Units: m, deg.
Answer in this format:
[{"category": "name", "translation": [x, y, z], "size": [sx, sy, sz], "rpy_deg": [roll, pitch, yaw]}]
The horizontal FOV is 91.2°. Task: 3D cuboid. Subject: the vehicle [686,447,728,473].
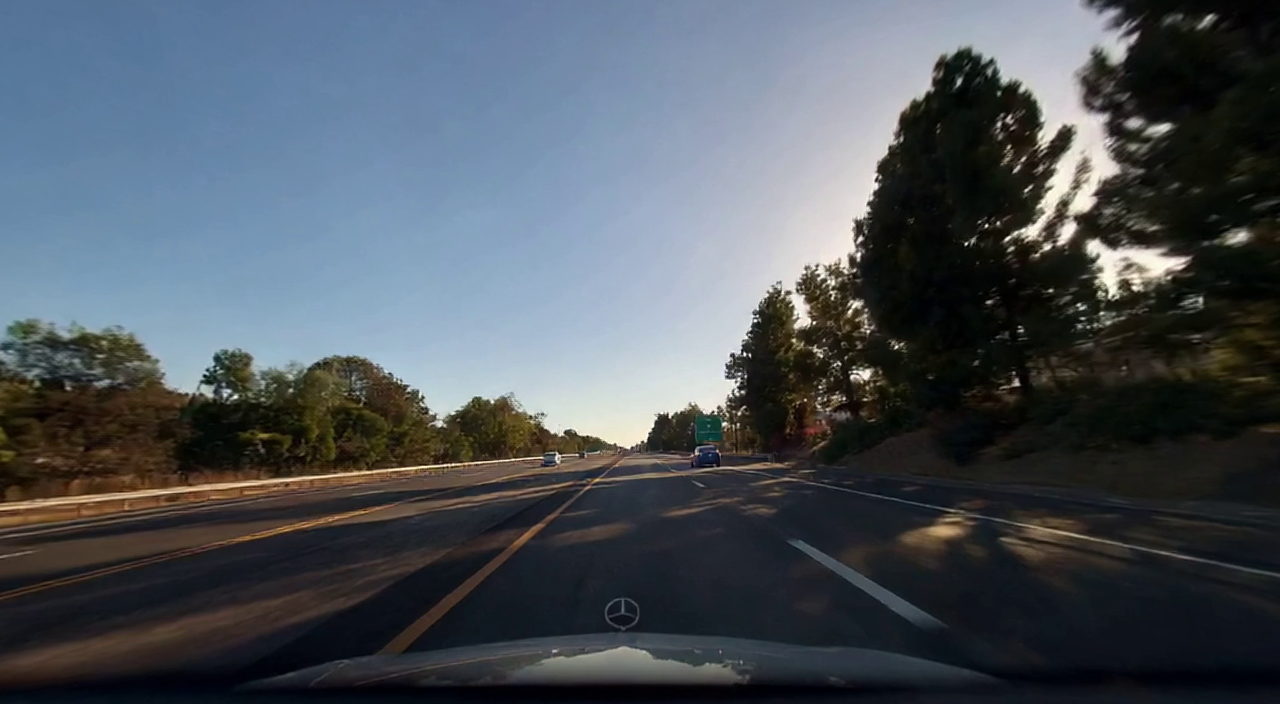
[{"category": "vehicle", "translation": [4.007, 6.541, 38.224], "size": [1.981, 1.440, 4.125], "rpy_deg": [0, -9, -2]}]
